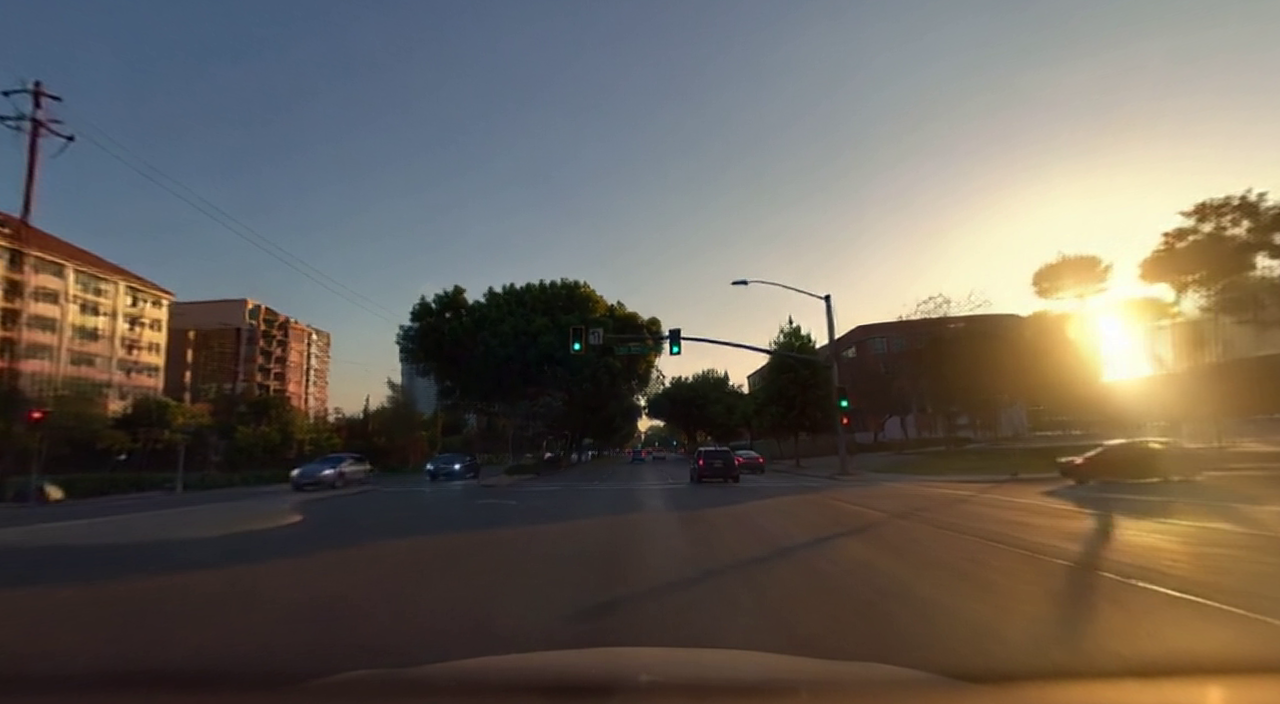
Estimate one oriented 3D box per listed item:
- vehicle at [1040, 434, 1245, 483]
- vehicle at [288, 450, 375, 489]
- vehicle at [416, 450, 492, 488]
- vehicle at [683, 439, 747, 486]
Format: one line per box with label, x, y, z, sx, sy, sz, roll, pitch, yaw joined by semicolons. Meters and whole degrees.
vehicle;16.468;3.526;20.983;4.839;1.490;2.134;-1;-9;5
vehicle;-15.440;5.867;31.911;2.021;1.786;4.624;-1;-9;0
vehicle;-7.996;5.051;27.579;1.963;1.472;4.584;-1;-9;-1
vehicle;3.074;4.661;26.872;2.069;1.761;4.610;0;-9;-1
